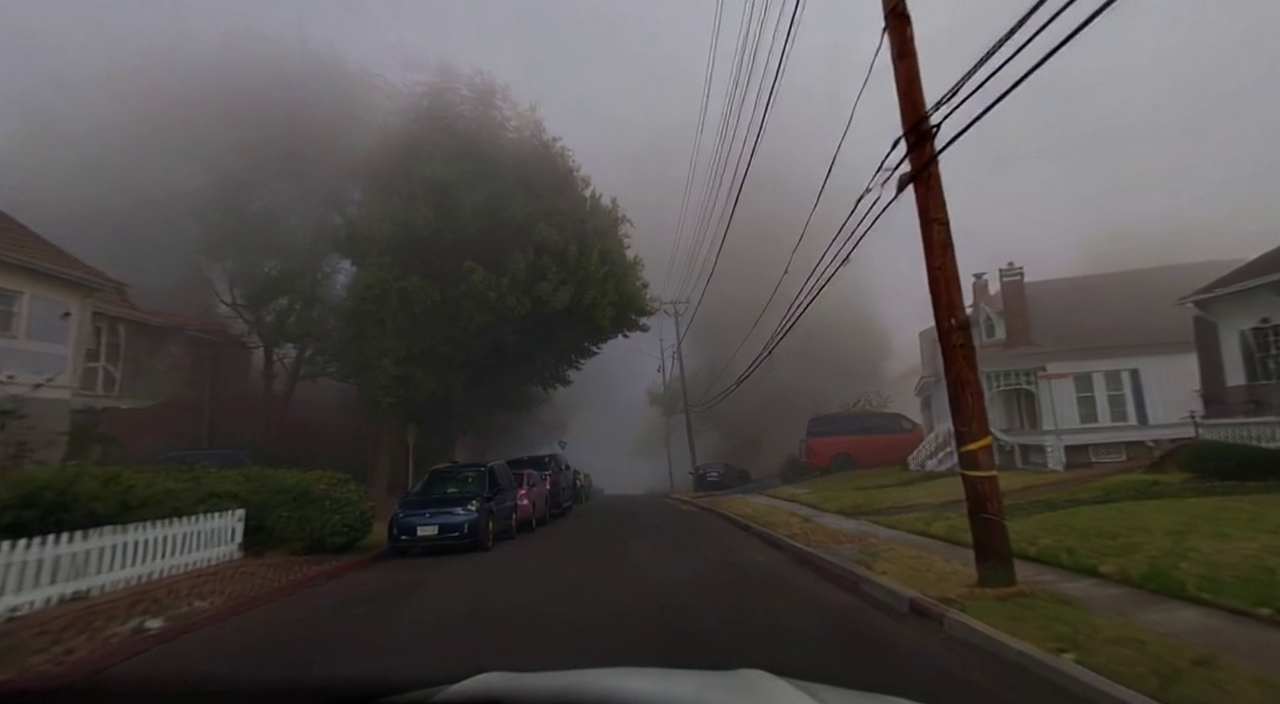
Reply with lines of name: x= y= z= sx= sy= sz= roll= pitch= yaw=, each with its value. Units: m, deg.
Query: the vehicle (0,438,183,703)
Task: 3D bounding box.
vehicle: x=-4.981 y=1.075 z=2.337 sx=4.537 sy=1.595 sz=2.471 roll=1 pitch=-13 yaw=-2

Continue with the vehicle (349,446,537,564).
vehicle: x=-3.113 y=2.472 z=11.170 sx=2.081 sy=1.589 sz=4.691 roll=0 pitch=-8 yaw=-4

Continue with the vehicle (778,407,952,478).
vehicle: x=6.395 y=2.620 z=18.332 sx=4.249 sy=1.905 sz=1.904 roll=0 pitch=-8 yaw=-2

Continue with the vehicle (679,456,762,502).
vehicle: x=3.162 y=5.028 z=25.407 sx=3.005 sy=1.535 sz=4.025 roll=-2 pitch=-8 yaw=5
